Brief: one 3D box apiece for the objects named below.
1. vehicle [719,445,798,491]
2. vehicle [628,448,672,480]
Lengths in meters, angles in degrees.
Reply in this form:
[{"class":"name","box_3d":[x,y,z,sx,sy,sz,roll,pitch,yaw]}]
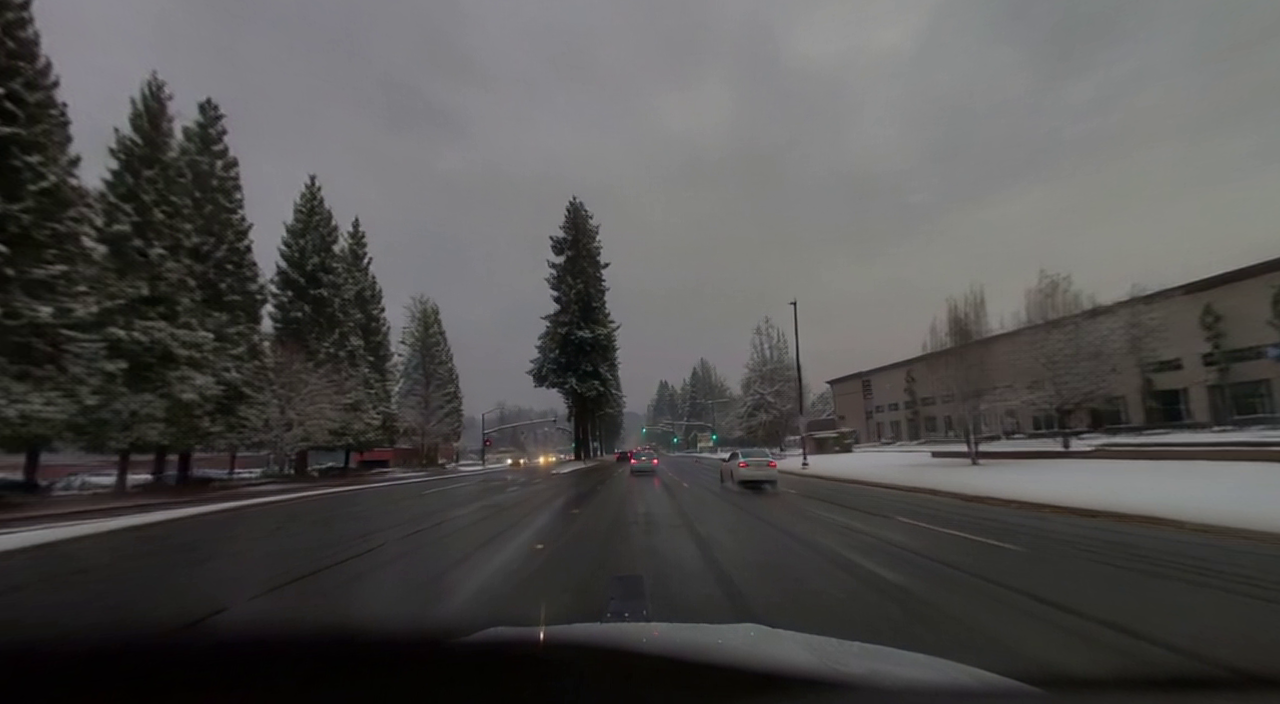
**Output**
[{"class":"vehicle","box_3d":[4.236,4.231,23.300,2.067,1.497,4.327,0,-9,0]},{"class":"vehicle","box_3d":[0.465,5.792,32.884,2.144,1.505,4.128,0,-9,0]}]
